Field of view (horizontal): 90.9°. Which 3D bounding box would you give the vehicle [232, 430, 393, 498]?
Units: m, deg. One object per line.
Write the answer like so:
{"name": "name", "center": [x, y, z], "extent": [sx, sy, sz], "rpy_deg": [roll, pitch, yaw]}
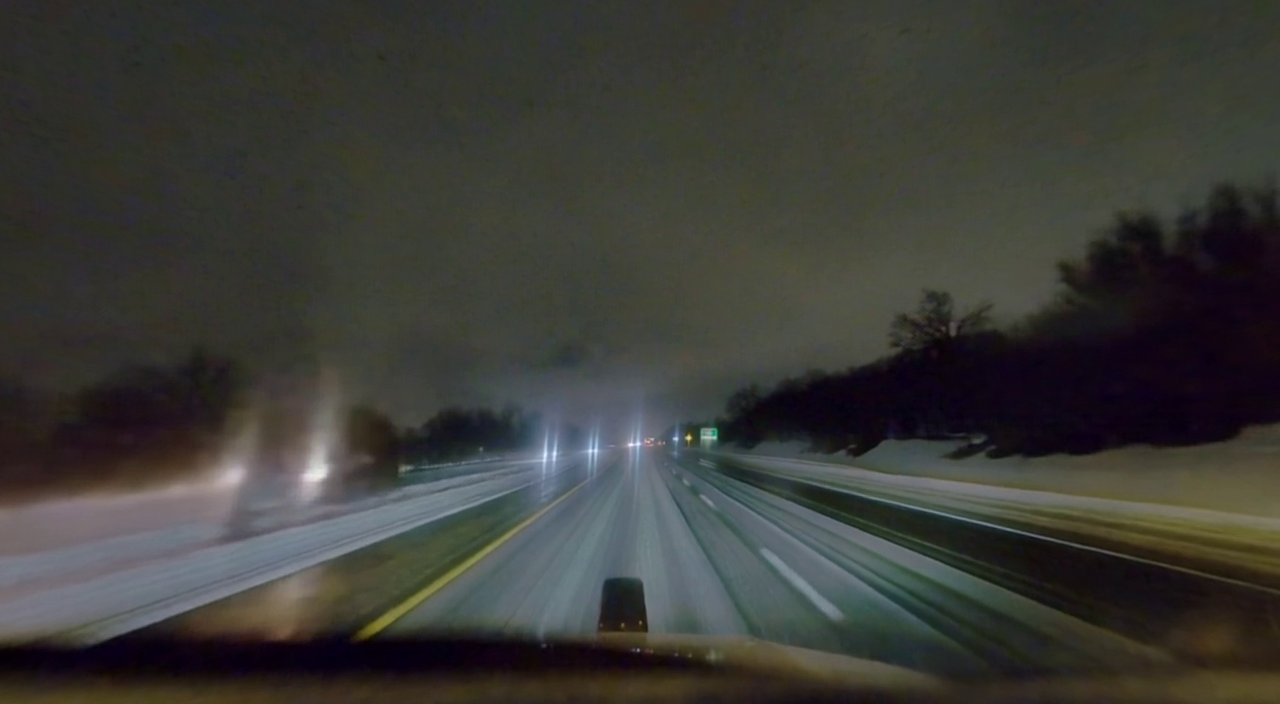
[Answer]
{"name": "vehicle", "center": [-10.320, 3.572, 20.582], "extent": [2.132, 1.866, 5.680], "rpy_deg": [0, -8, 1]}
